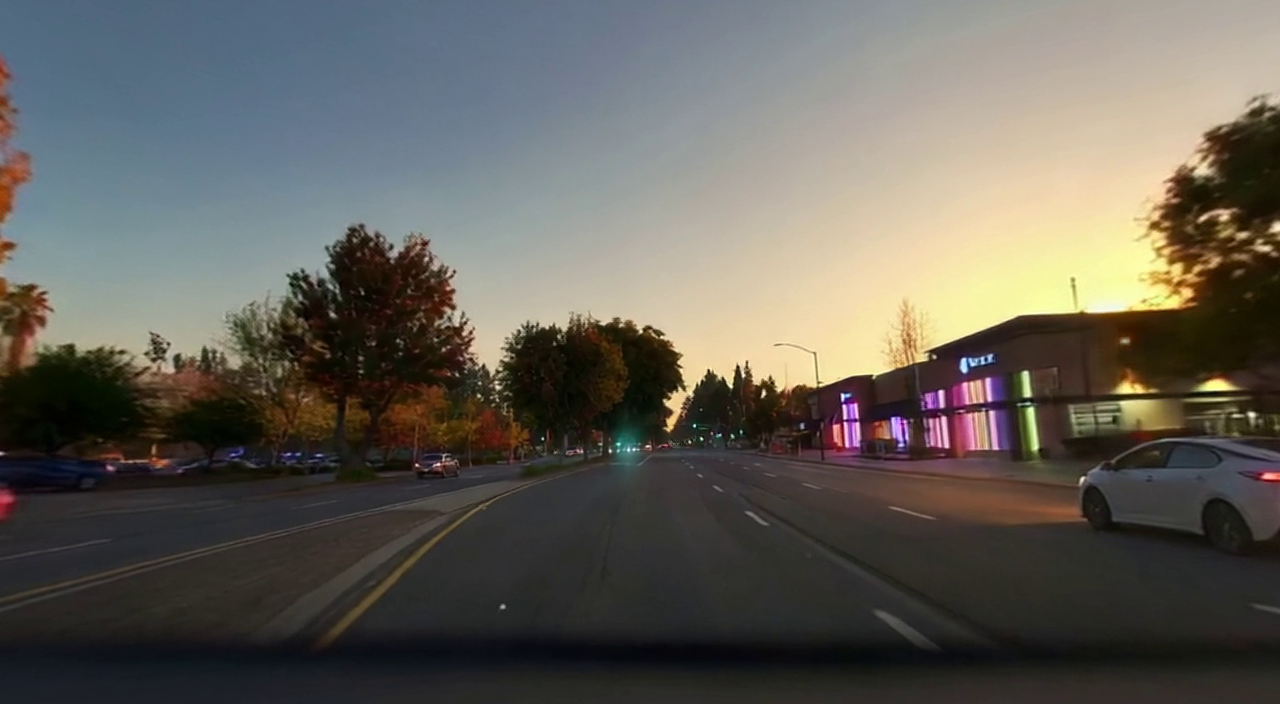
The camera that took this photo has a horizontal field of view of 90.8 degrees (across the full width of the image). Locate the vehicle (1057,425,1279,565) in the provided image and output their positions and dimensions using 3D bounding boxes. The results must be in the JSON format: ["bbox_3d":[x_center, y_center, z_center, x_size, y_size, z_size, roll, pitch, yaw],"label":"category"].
[{"bbox_3d":[7.750,1.721,8.105,1.936,1.460,4.258,0,-8,1],"label":"vehicle"}]

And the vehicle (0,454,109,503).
[{"bbox_3d":[-26.808,5.391,27.153,5.702,1.985,2.175,7,-12,-33],"label":"vehicle"}]
